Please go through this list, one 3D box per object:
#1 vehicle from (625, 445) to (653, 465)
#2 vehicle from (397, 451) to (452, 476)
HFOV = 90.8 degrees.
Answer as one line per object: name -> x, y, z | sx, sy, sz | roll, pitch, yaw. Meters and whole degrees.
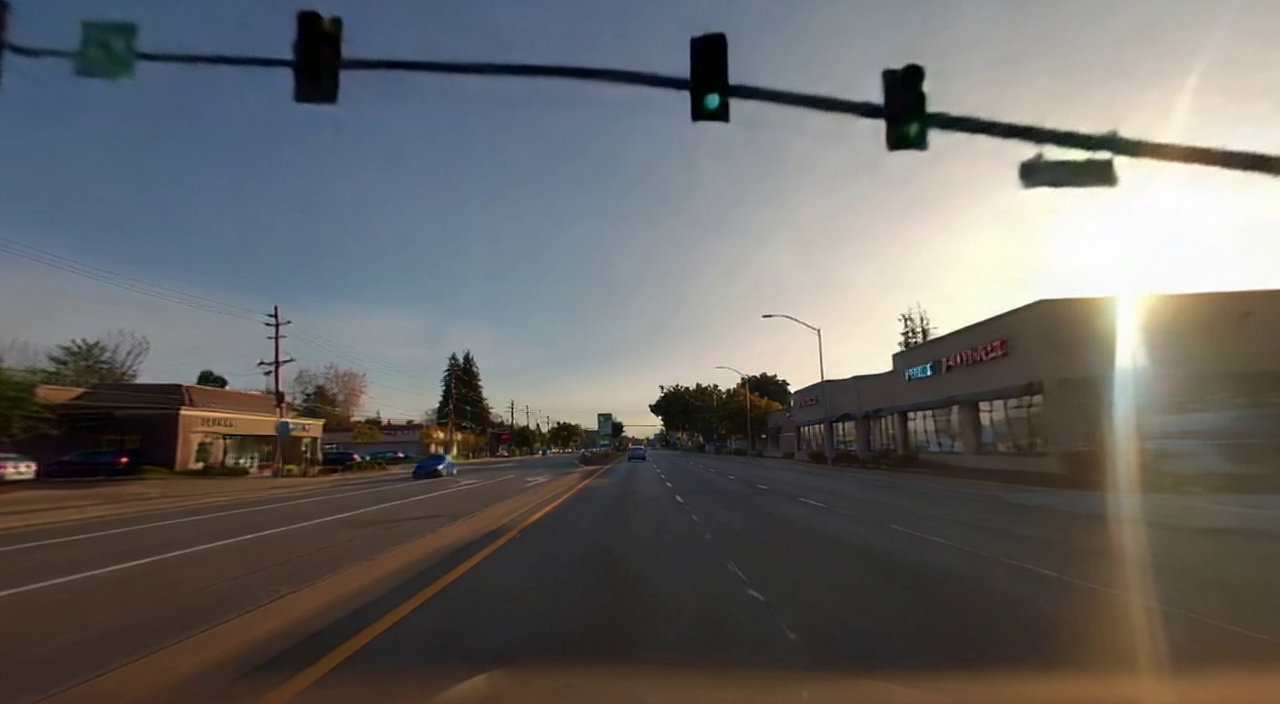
vehicle -> -0.112, 8.009, 49.425 | 2.027, 1.494, 3.942 | 0, -8, -1
vehicle -> -14.163, 7.366, 41.865 | 1.896, 1.485, 4.655 | 0, -8, 2
